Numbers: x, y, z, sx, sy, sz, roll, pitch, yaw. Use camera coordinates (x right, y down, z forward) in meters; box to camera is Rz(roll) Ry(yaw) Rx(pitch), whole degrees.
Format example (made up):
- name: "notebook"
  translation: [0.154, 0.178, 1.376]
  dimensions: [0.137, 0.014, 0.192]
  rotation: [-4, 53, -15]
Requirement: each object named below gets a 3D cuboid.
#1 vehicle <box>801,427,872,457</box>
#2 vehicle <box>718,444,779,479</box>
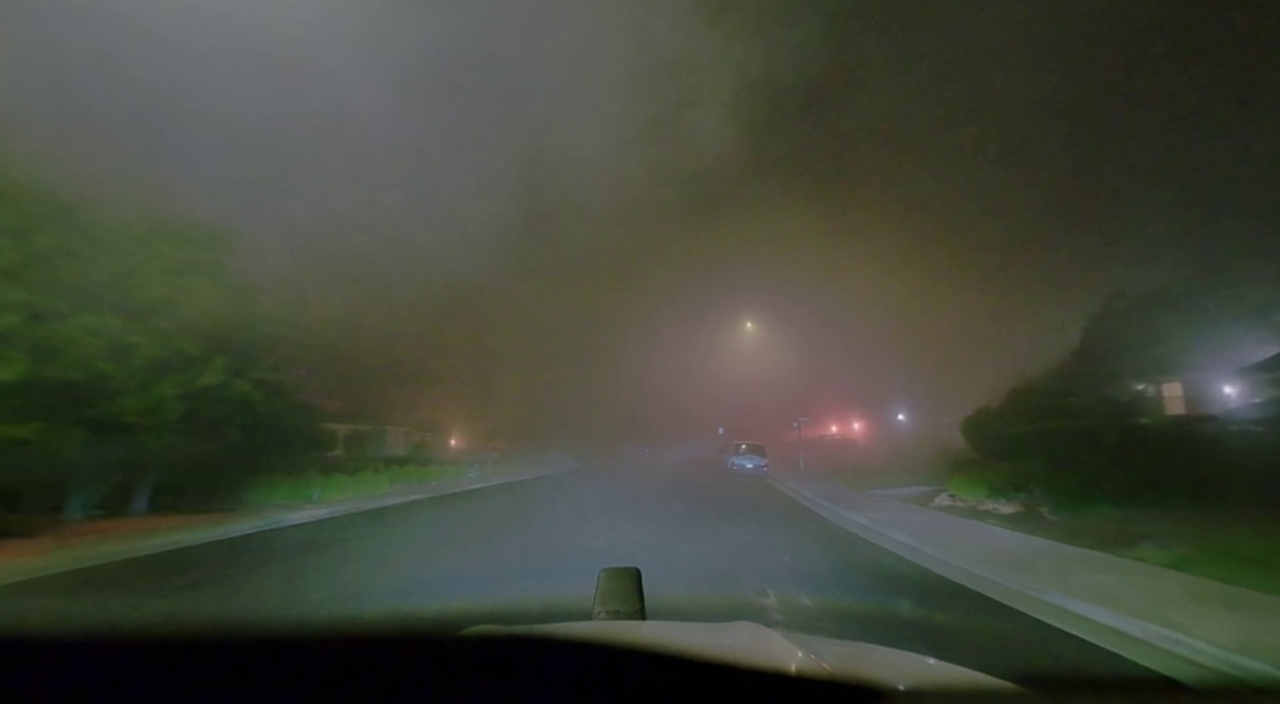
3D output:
- name: "vehicle"
  translation: [14.298, 6.580, 46.089]
  dimensions: [4.421, 1.703, 1.927]
  rotation: [-5, -8, -5]
- name: "vehicle"
  translation: [5.081, 5.212, 30.320]
  dimensions: [2.088, 1.522, 4.449]
  rotation: [0, -9, 0]
